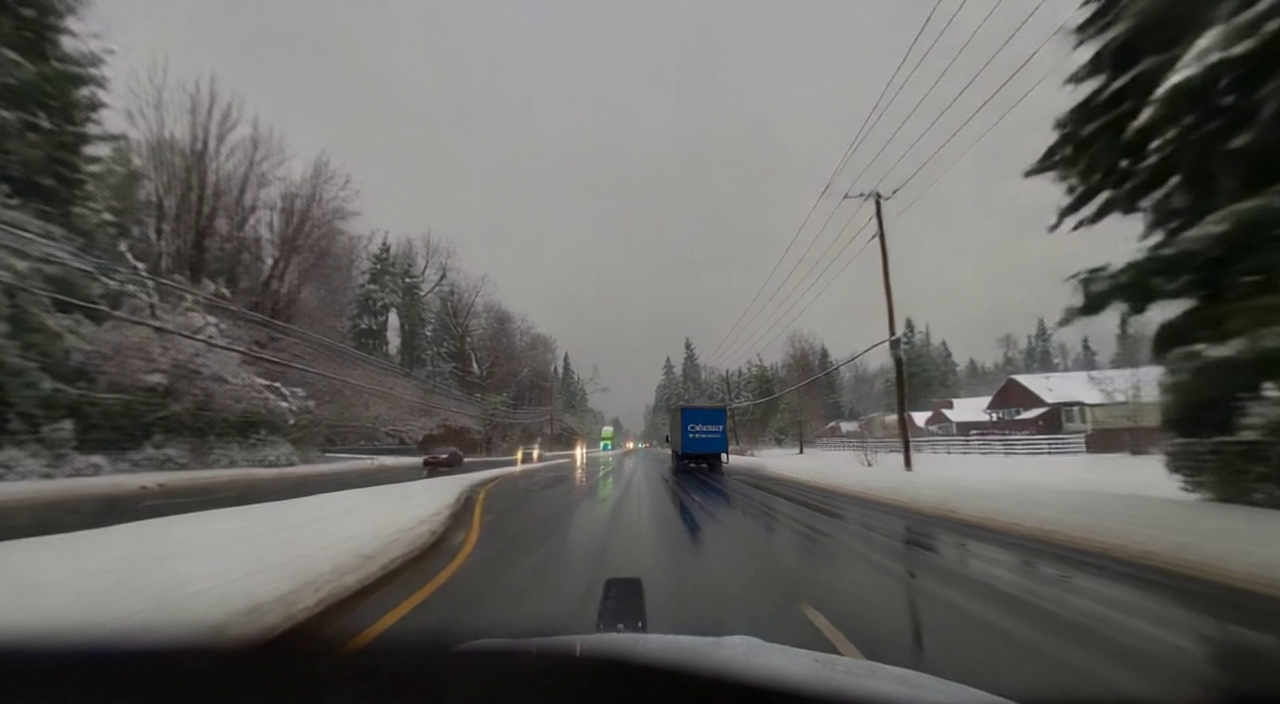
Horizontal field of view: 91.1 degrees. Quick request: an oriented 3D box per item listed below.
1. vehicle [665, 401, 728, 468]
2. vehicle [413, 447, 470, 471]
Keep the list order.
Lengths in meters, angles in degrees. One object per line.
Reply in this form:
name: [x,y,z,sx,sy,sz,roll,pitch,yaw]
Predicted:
vehicle: [3.472,5.474,41.084,2.973,3.848,9.336,0,-8,-2]
vehicle: [-11.945,6.438,38.014,1.973,1.368,4.253,0,-8,1]
